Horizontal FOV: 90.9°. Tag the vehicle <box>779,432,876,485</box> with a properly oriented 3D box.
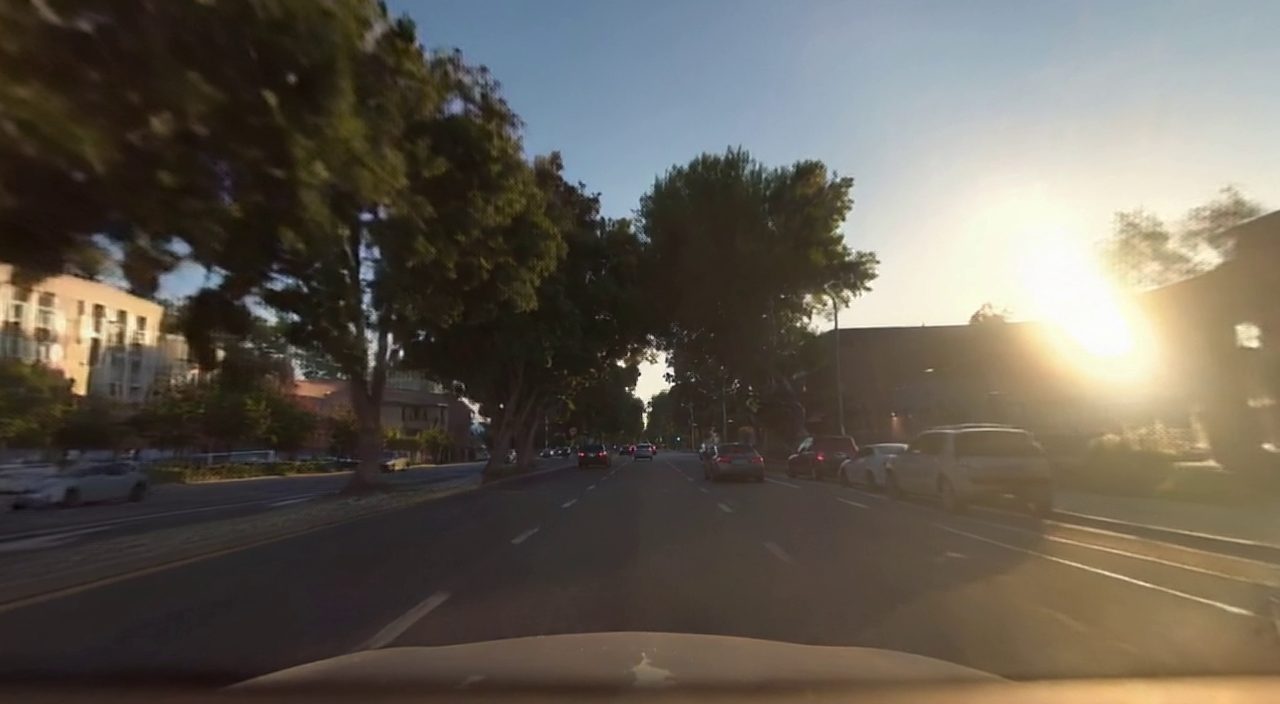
[{"bbox_3d":[7.186,4.138,24.907,2.087,1.823,5.906,0,-8,1],"label":"vehicle"}]

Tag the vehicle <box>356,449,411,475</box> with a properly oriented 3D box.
[{"bbox_3d":[-18.821,8.073,46.520,2.022,1.735,4.695,0,-8,1],"label":"vehicle"}]

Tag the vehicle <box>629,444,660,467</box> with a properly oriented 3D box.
[{"bbox_3d":[0.356,7.153,43.822,2.101,1.480,3.929,0,-8,2],"label":"vehicle"}]

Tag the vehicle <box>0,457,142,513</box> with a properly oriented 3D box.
[{"bbox_3d":[-18.831,4.257,20.334,1.864,1.458,4.598,-5,-8,0],"label":"vehicle"}]

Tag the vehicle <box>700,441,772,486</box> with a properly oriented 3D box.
[{"bbox_3d":[3.481,4.129,23.728,1.990,1.486,4.431,0,-8,0],"label":"vehicle"}]

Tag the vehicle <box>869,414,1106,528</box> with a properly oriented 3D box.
[{"bbox_3d":[6.768,2.387,13.164,2.215,1.909,4.875,0,-8,1],"label":"vehicle"}]

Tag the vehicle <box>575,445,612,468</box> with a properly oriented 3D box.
[{"bbox_3d":[-3.049,6.999,42.528,2.082,1.467,4.379,0,-8,1],"label":"vehicle"}]
